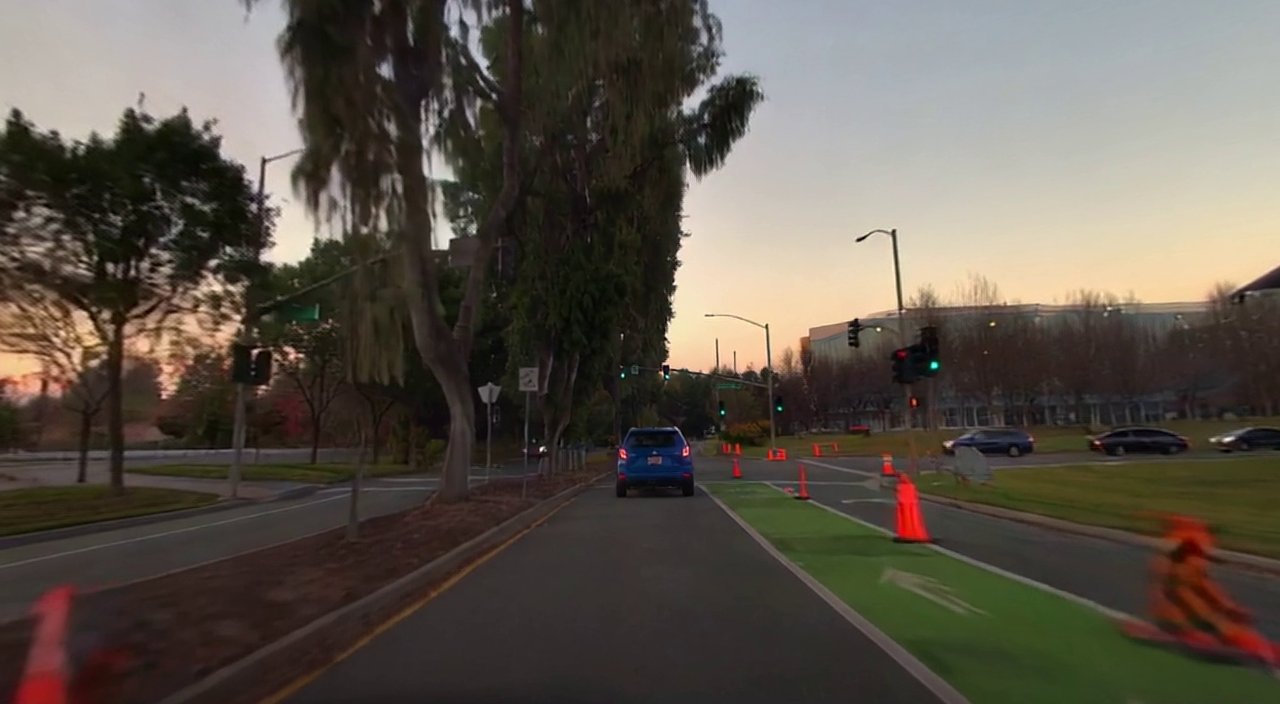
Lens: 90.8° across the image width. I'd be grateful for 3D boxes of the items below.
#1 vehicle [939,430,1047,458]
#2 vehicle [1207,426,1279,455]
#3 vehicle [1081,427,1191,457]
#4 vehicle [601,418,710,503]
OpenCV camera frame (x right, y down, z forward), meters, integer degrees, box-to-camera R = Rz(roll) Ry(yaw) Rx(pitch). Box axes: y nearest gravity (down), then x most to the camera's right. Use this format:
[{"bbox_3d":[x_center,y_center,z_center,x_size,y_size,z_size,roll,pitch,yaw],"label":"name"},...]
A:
[{"bbox_3d":[18.636,4.890,33.501,4.492,1.422,1.961,0,-9,-1],"label":"vehicle"},{"bbox_3d":[33.247,4.689,33.453,4.483,1.481,2.082,0,-9,-4],"label":"vehicle"},{"bbox_3d":[26.444,4.817,33.755,4.343,1.518,1.845,0,-9,-3],"label":"vehicle"},{"bbox_3d":[0.321,2.678,15.946,2.339,1.790,4.629,-1,-9,0],"label":"vehicle"}]
